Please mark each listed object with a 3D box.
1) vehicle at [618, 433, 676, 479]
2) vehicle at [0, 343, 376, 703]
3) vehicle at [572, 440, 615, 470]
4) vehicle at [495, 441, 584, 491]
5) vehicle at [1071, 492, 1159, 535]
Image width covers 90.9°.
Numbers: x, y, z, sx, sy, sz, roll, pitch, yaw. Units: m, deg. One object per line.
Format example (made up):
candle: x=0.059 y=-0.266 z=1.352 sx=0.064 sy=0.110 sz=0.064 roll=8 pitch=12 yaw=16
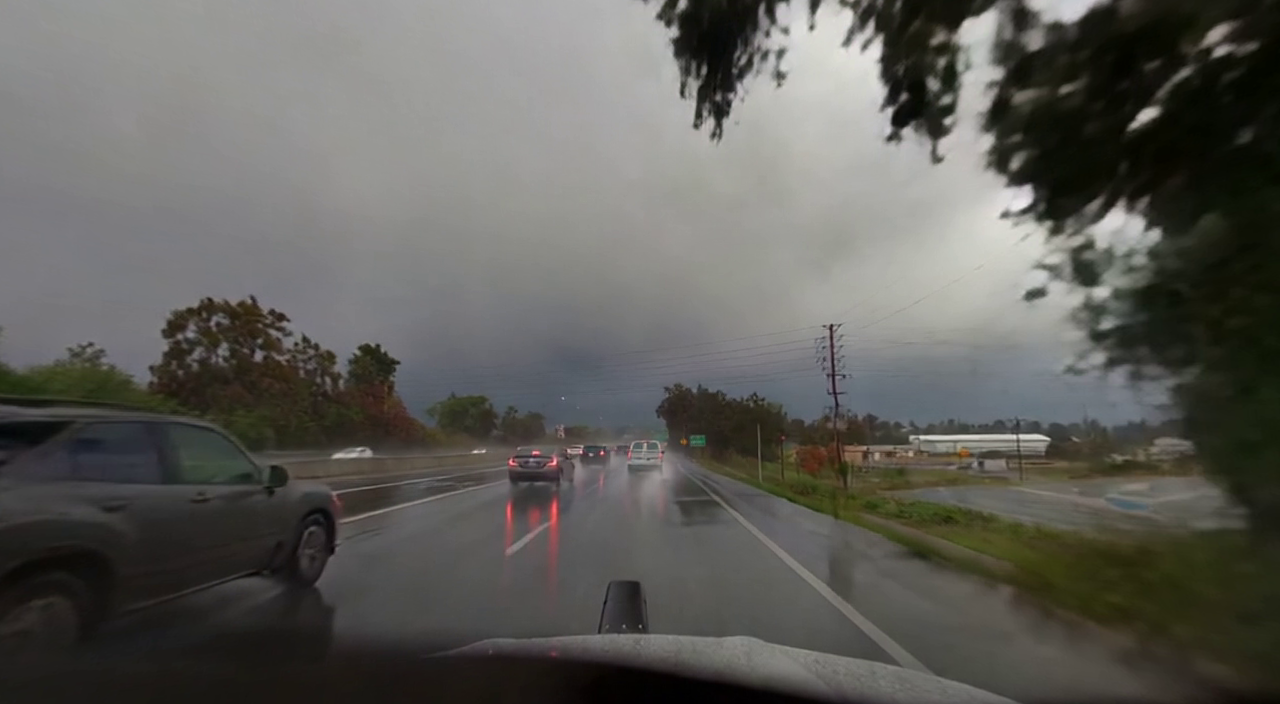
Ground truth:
vehicle: x=0.326 y=4.471 z=27.401 sx=2.319 sy=1.813 sz=4.274 roll=0 pitch=-8 yaw=1
vehicle: x=-3.791 y=1.057 z=4.104 sx=2.104 sy=1.754 sz=4.515 roll=0 pitch=-8 yaw=1
vehicle: x=-2.781 y=6.315 z=38.763 sx=2.051 sy=1.695 sz=4.731 roll=-1 pitch=-8 yaw=3
vehicle: x=-3.184 y=3.702 z=20.912 sx=2.092 sy=1.464 sz=4.466 roll=-1 pitch=-8 yaw=2
vehicle: x=30.543 y=10.355 z=40.838 sx=2.164 sy=2.048 sz=5.656 roll=-2 pitch=-8 yaw=11
